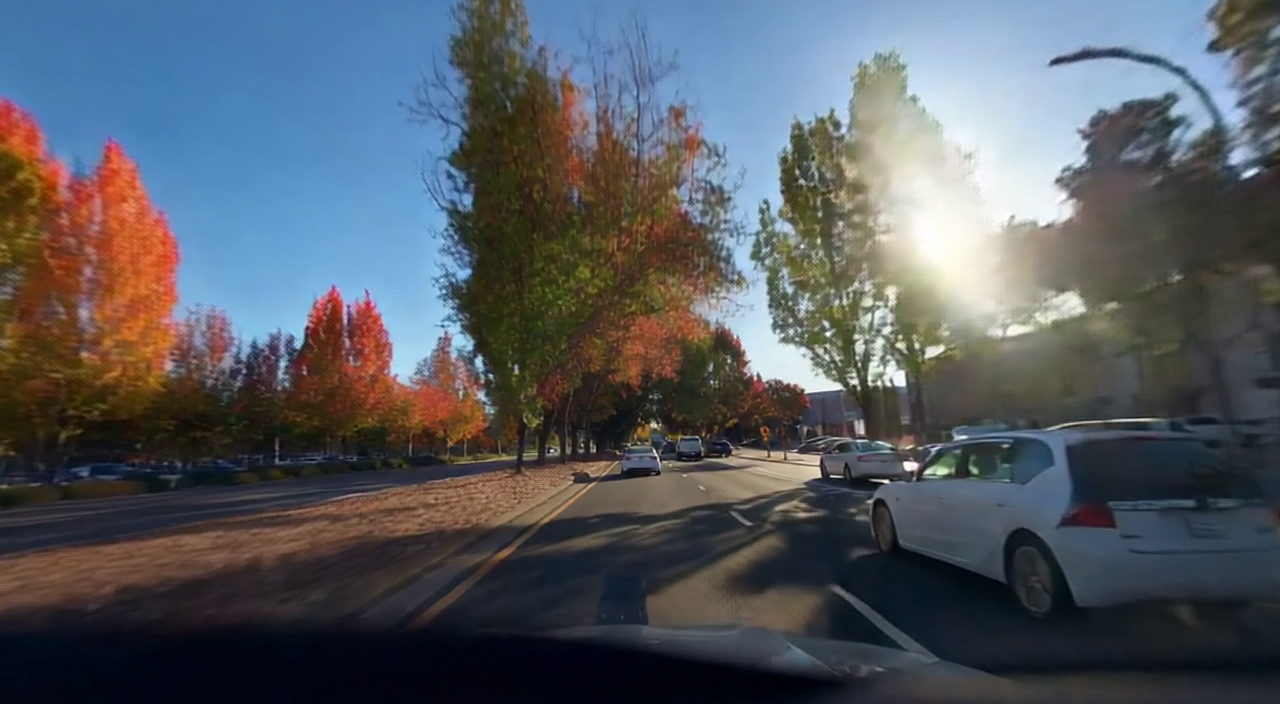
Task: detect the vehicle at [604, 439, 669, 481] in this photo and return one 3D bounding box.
[{"bbox_3d":[-0.177,4.163,24.640,2.289,1.471,4.477,0,-8,-1],"label":"vehicle"}]

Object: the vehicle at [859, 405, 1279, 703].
[{"bbox_3d":[3.692,1.317,5.280,2.094,1.480,4.323,0,-8,-1],"label":"vehicle"}]

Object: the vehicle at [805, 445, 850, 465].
[{"bbox_3d":[14.597,8.027,49.458,2.040,1.456,4.673,0,-8,-1],"label":"vehicle"}]

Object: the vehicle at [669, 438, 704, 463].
[{"bbox_3d":[3.396,7.352,47.291,2.188,1.760,4.297,0,-8,-1],"label":"vehicle"}]
